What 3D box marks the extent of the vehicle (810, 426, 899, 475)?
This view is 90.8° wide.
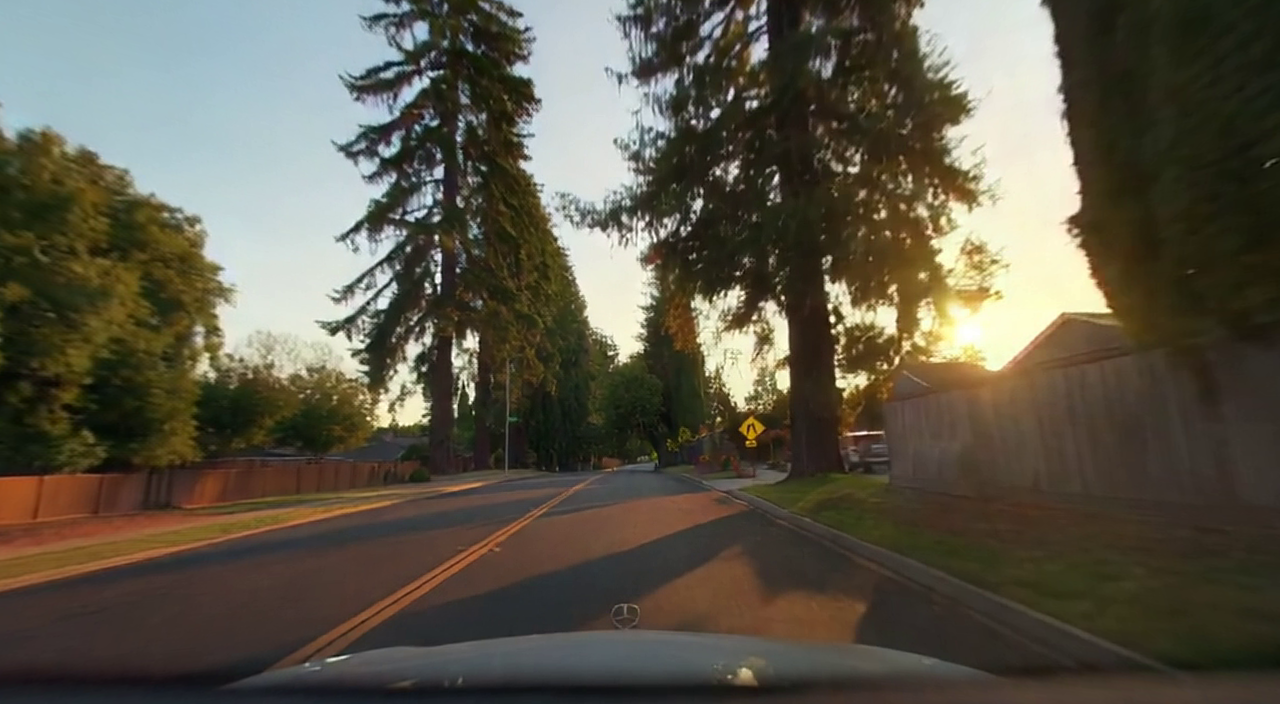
[{"bbox_3d":[9.882,4.615,29.748,2.335,2.028,6.172,-1,-9,4],"label":"vehicle"}]
